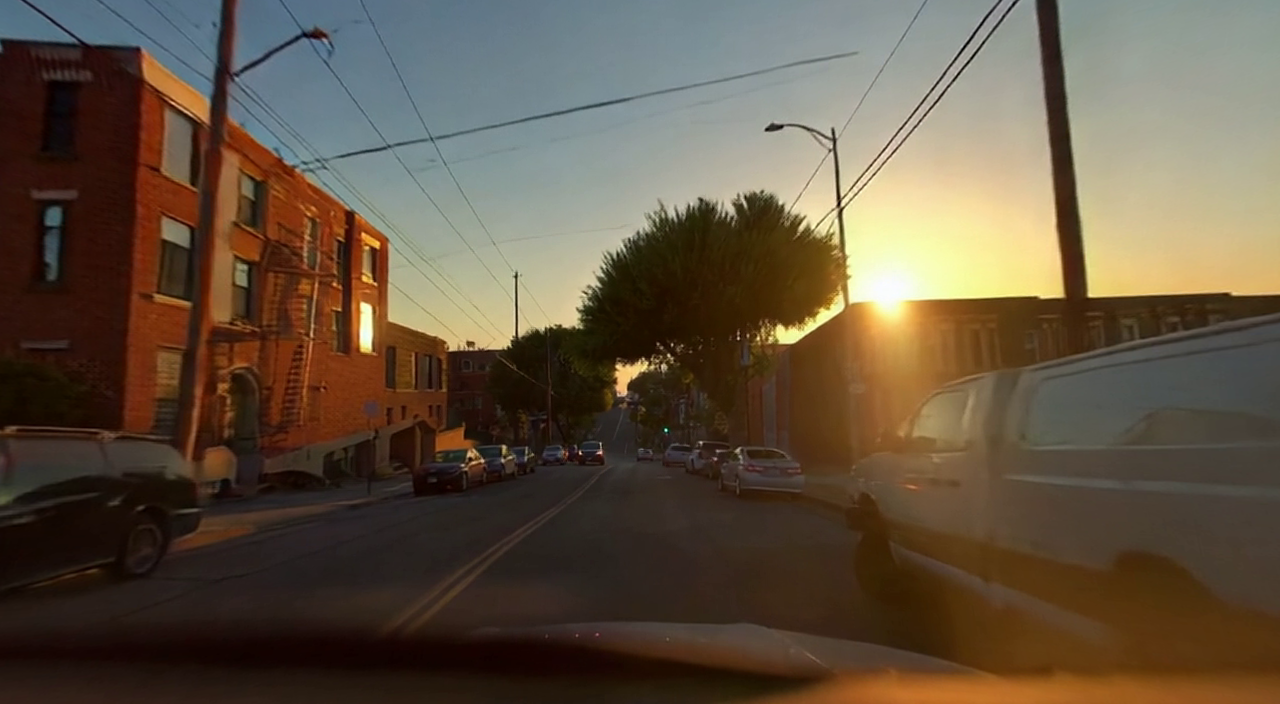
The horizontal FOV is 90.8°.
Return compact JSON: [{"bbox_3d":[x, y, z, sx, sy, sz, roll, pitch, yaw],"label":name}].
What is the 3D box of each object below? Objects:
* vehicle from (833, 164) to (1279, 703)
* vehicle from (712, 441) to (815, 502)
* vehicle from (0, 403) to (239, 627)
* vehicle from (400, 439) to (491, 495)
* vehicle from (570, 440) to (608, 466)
[{"bbox_3d":[3.161,0.766,3.300,2.480,2.230,5.704,0,-8,0],"label":"vehicle"},{"bbox_3d":[3.274,3.263,17.711,1.885,1.464,4.466,0,-8,-1],"label":"vehicle"},{"bbox_3d":[-6.638,1.452,5.728,2.259,1.899,5.643,0,-8,0],"label":"vehicle"},{"bbox_3d":[-6.833,4.060,22.803,1.930,1.756,4.955,0,-8,-3],"label":"vehicle"},{"bbox_3d":[-3.771,7.556,47.610,2.236,1.834,4.743,-1,-8,3],"label":"vehicle"}]
